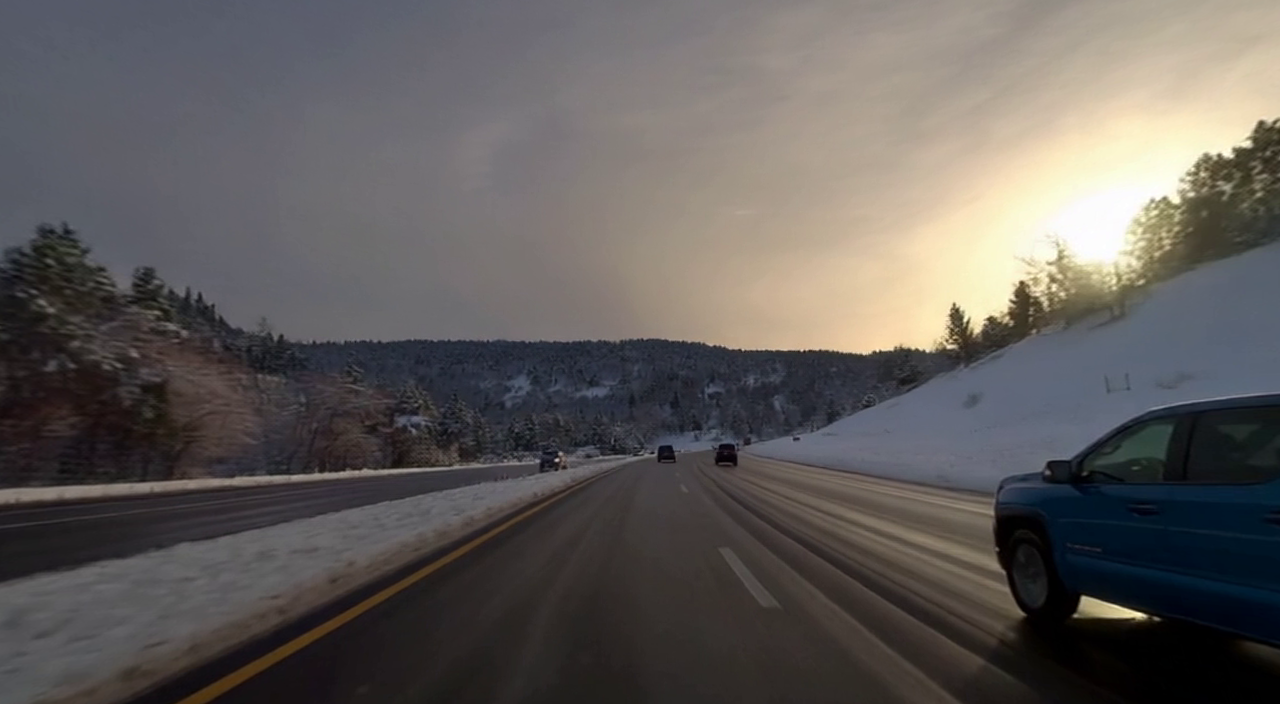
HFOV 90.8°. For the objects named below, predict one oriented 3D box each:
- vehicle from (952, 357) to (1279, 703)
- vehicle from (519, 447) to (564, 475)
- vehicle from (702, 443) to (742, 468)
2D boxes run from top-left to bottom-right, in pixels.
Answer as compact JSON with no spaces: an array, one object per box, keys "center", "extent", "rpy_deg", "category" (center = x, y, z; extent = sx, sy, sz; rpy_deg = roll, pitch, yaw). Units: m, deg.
[{"center":[3.803,0.954,3.046],"extent":[2.151,1.744,4.709],"rpy_deg":[0,-9,0],"category":"vehicle"},{"center":[-6.478,7.214,42.039],"extent":[2.087,1.701,4.627],"rpy_deg":[0,-9,2],"category":"vehicle"},{"center":[5.520,7.045,43.131],"extent":[2.249,1.635,4.118],"rpy_deg":[0,-9,1],"category":"vehicle"}]
